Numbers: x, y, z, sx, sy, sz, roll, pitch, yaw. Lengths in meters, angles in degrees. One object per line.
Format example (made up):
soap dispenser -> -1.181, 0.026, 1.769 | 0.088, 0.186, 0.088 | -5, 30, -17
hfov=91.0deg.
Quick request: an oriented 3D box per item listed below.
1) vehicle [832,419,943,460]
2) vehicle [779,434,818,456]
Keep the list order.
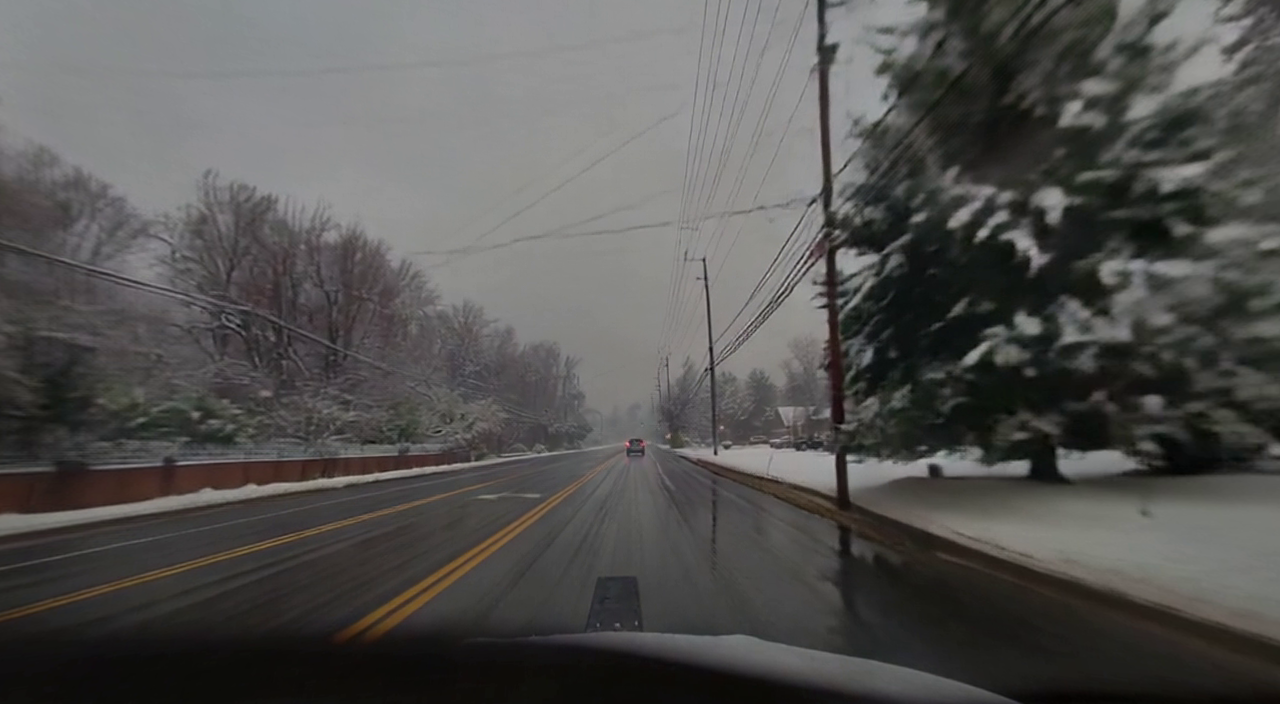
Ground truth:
vehicle -> 12.900, 4.615, 33.061 | 4.905, 2.056, 2.058 | 0, -9, 0
vehicle -> 12.112, 7.140, 48.271 | 1.846, 1.523, 4.492 | 0, -8, 1
